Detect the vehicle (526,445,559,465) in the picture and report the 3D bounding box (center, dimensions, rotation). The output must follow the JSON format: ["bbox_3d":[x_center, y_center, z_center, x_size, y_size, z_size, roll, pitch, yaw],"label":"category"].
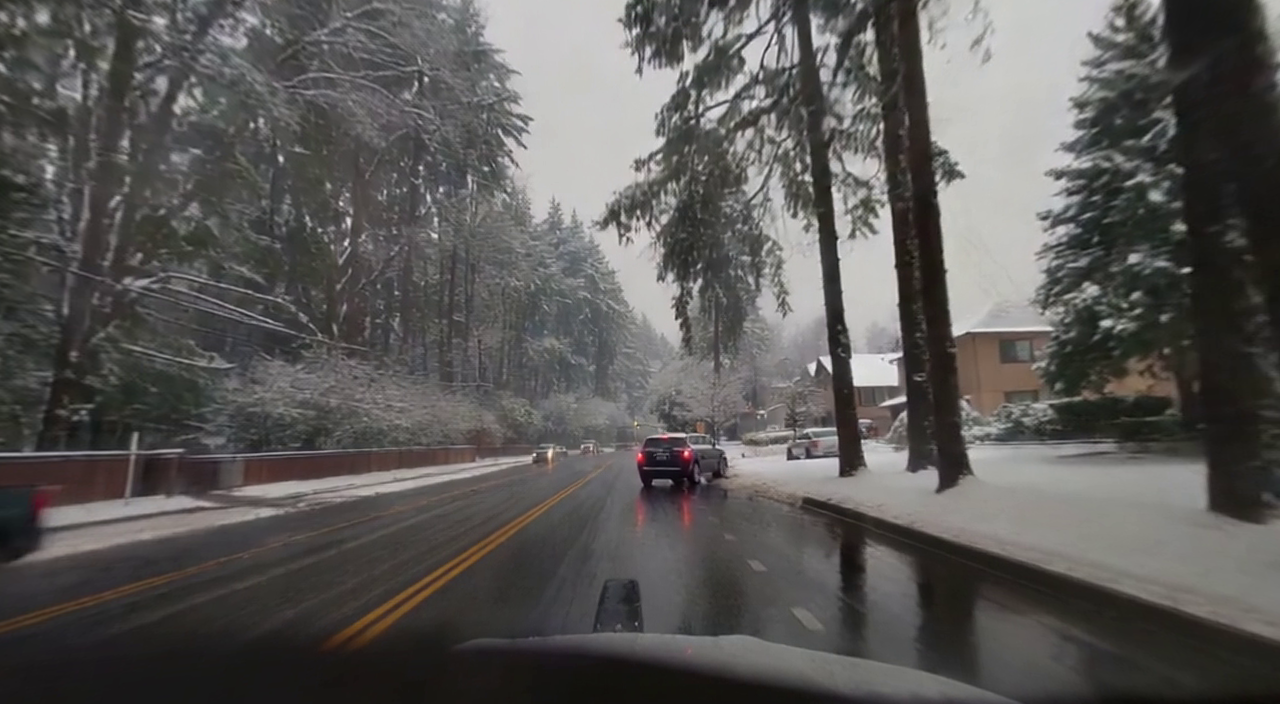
[{"bbox_3d":[-7.609,8.088,49.640,1.894,1.476,4.429,0,-8,0],"label":"vehicle"}]

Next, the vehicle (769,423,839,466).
[{"bbox_3d":[8.226,4.742,32.055,2.007,1.803,4.835,-6,-9,-2],"label":"vehicle"}]

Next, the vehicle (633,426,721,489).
[{"bbox_3d":[1.399,3.551,21.466,2.268,1.862,4.724,-2,-9,12],"label":"vehicle"}]
